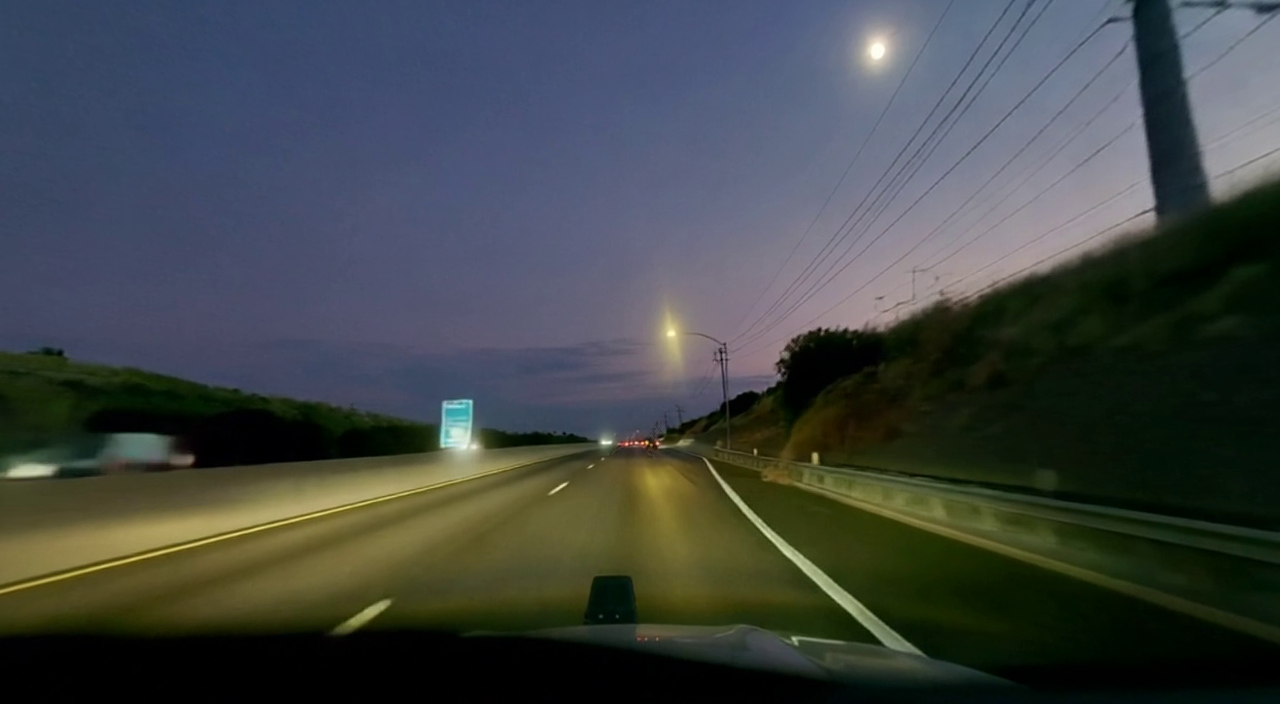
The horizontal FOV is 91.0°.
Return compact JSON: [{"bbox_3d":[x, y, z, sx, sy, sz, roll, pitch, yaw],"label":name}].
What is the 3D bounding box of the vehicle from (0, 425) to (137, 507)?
[{"bbox_3d":[-14.875,2.679,15.114,1.828,1.770,4.609,0,-8,-1],"label":"vehicle"}]
